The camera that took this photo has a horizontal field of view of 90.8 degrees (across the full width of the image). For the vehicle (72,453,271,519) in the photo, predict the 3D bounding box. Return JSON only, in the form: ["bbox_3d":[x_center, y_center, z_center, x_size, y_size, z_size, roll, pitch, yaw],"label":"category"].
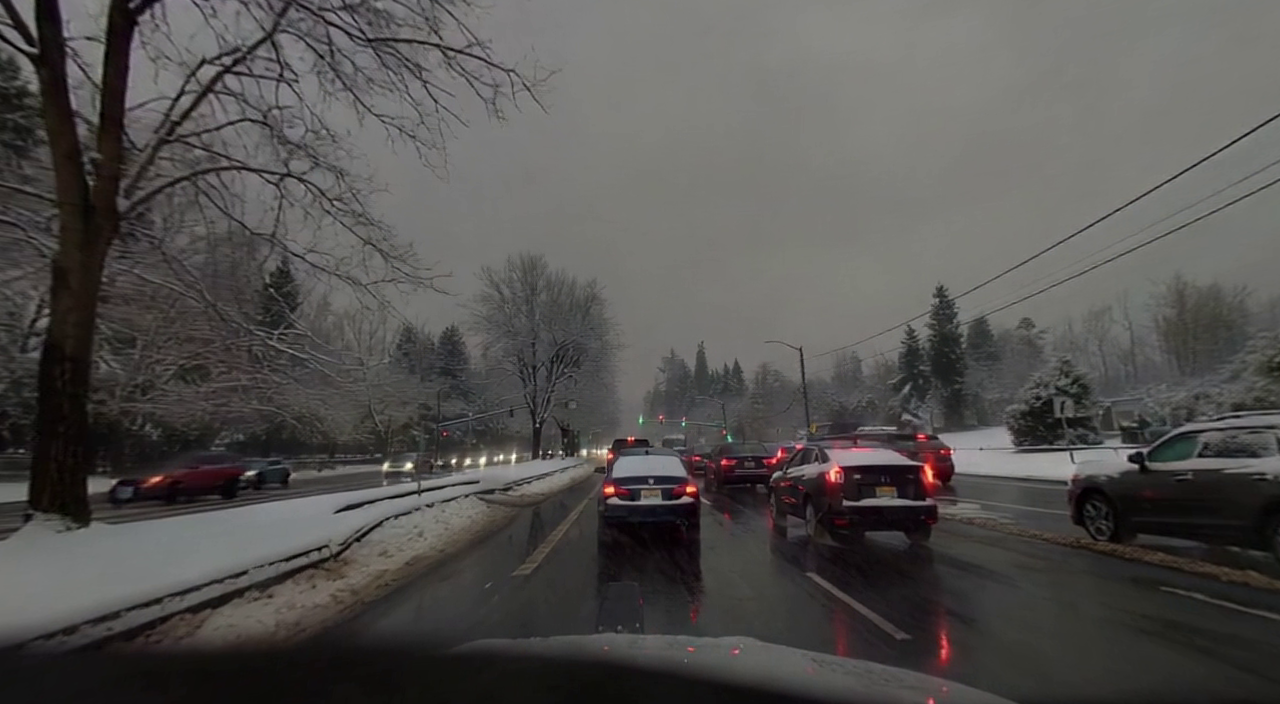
[{"bbox_3d":[-12.255,3.490,17.019,1.943,1.467,4.442,0,-9,0],"label":"vehicle"}]

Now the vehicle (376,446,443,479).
[{"bbox_3d":[-12.421,5.937,34.348,1.963,1.649,4.290,0,-8,0],"label":"vehicle"}]

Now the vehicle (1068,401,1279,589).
[{"bbox_3d":[6.932,1.413,6.437,1.987,1.730,4.373,0,-9,-1],"label":"vehicle"}]

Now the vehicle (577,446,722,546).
[{"bbox_3d":[0.092,2.274,10.713,1.990,1.347,4.067,0,-9,-1],"label":"vehicle"}]

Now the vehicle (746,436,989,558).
[{"bbox_3d":[3.165,2.120,10.147,1.970,1.445,4.974,0,-9,-1],"label":"vehicle"}]
